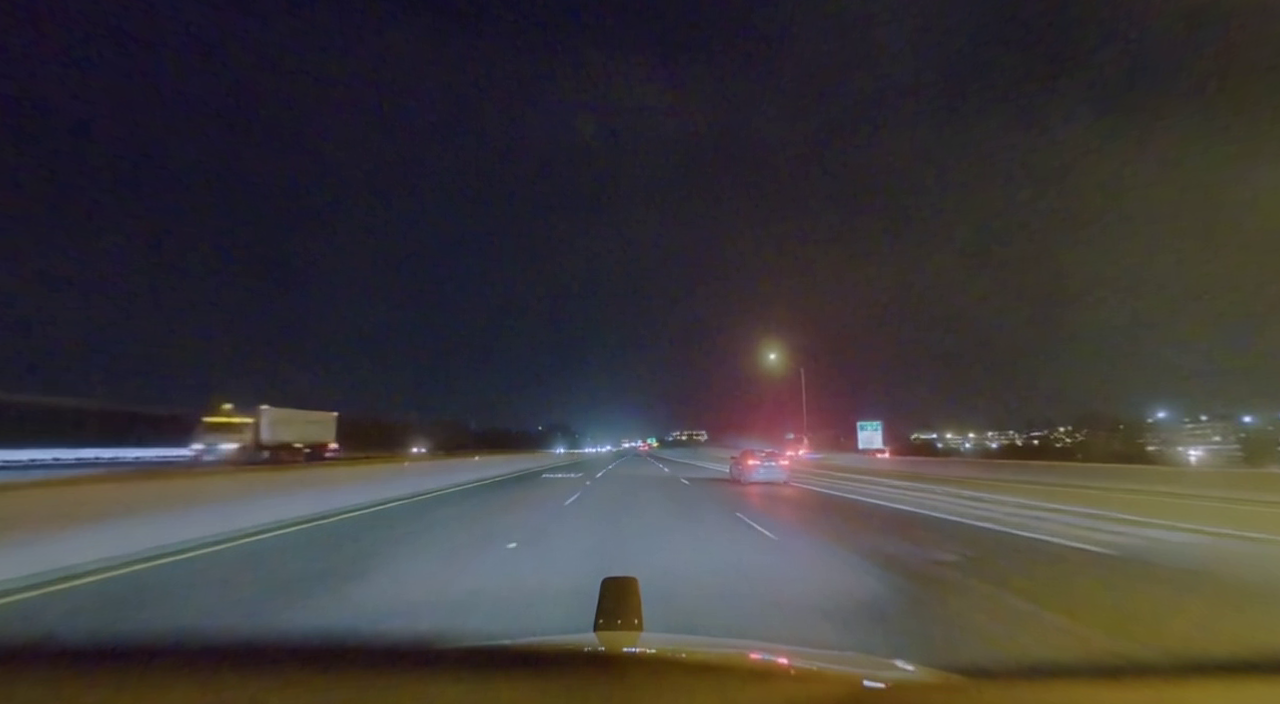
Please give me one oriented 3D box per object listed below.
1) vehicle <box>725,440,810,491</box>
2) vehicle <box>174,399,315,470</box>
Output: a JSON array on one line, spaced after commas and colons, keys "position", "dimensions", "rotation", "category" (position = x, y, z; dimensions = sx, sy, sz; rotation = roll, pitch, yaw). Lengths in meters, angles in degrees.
[{"position": [4.217, 3.816, 21.470], "dimensions": [1.984, 1.540, 3.973], "rotation": [0, -9, -1], "category": "vehicle"}, {"position": [-21.223, 4.605, 34.419], "dimensions": [2.693, 3.425, 7.572], "rotation": [0, -9, 0], "category": "vehicle"}]
